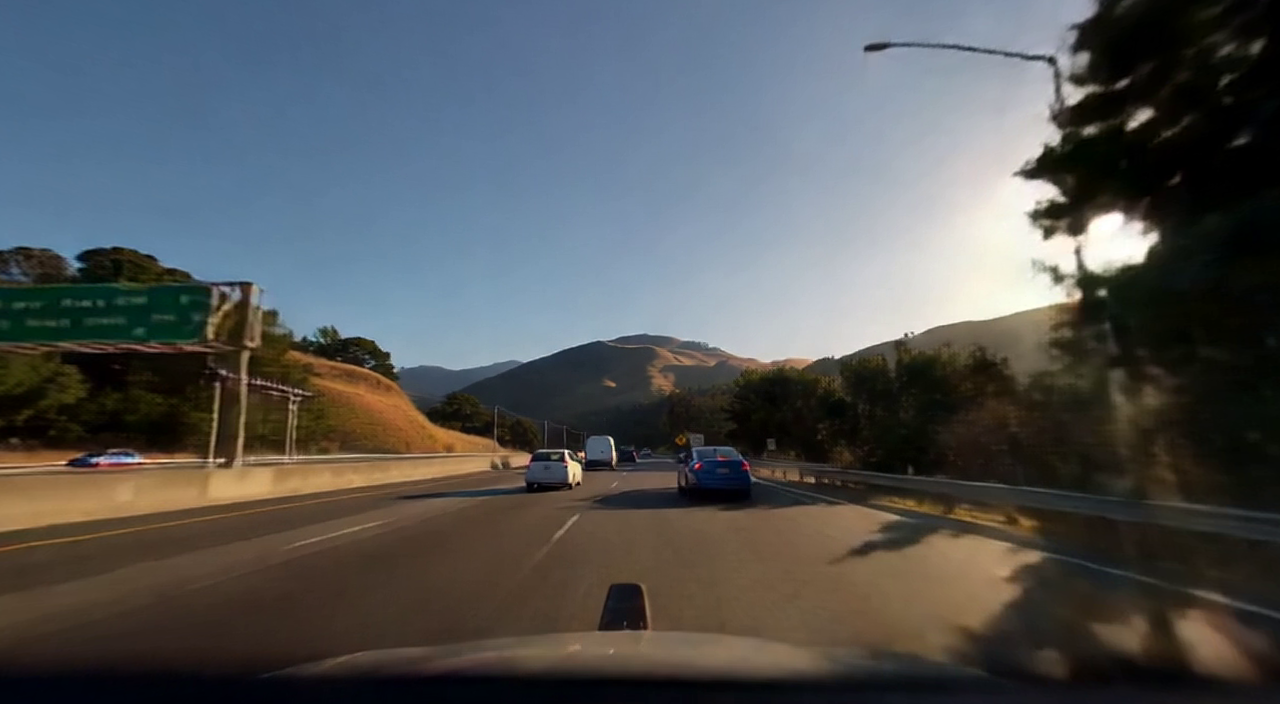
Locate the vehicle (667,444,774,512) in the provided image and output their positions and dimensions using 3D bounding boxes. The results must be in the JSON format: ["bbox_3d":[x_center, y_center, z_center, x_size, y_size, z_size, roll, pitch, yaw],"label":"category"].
[{"bbox_3d":[1.886,3.129,16.268,2.050,1.491,4.362,0,-8,-2],"label":"vehicle"}]

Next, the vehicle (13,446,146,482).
[{"bbox_3d":[-34.050,6.797,38.663,2.295,2.002,6.355,0,-8,0],"label":"vehicle"}]

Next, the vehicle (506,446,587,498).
[{"bbox_3d":[-2.958,3.902,20.974,1.990,1.501,4.250,0,-8,1],"label":"vehicle"}]

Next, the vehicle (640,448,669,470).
[{"bbox_3d":[1.062,7.985,47.139,2.054,1.504,3.890,0,-8,0],"label":"vehicle"}]

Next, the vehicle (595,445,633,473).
[{"bbox_3d":[-1.655,6.660,39.470,2.270,1.660,4.101,0,-8,-3],"label":"vehicle"}]
